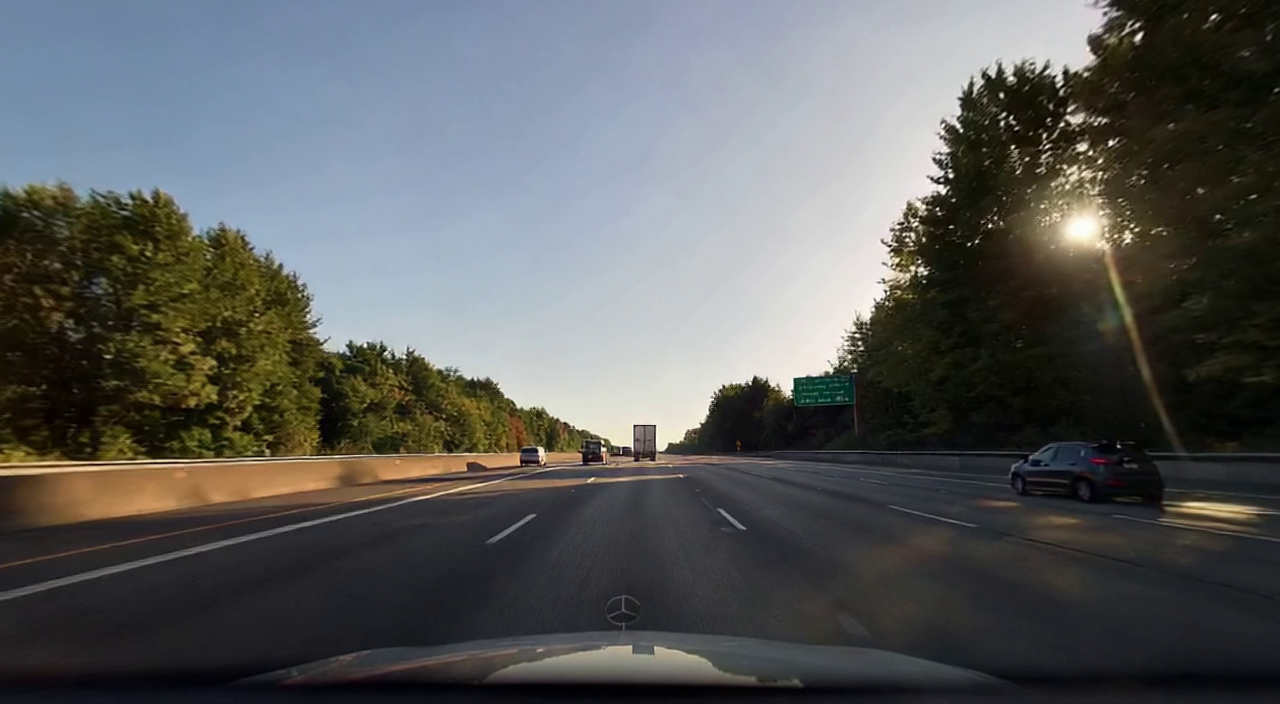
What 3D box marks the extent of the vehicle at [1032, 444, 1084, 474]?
[{"bbox_3d":[29.955,7.634,45.313,2.085,2.025,4.992,-3,-9,23],"label":"vehicle"}]
